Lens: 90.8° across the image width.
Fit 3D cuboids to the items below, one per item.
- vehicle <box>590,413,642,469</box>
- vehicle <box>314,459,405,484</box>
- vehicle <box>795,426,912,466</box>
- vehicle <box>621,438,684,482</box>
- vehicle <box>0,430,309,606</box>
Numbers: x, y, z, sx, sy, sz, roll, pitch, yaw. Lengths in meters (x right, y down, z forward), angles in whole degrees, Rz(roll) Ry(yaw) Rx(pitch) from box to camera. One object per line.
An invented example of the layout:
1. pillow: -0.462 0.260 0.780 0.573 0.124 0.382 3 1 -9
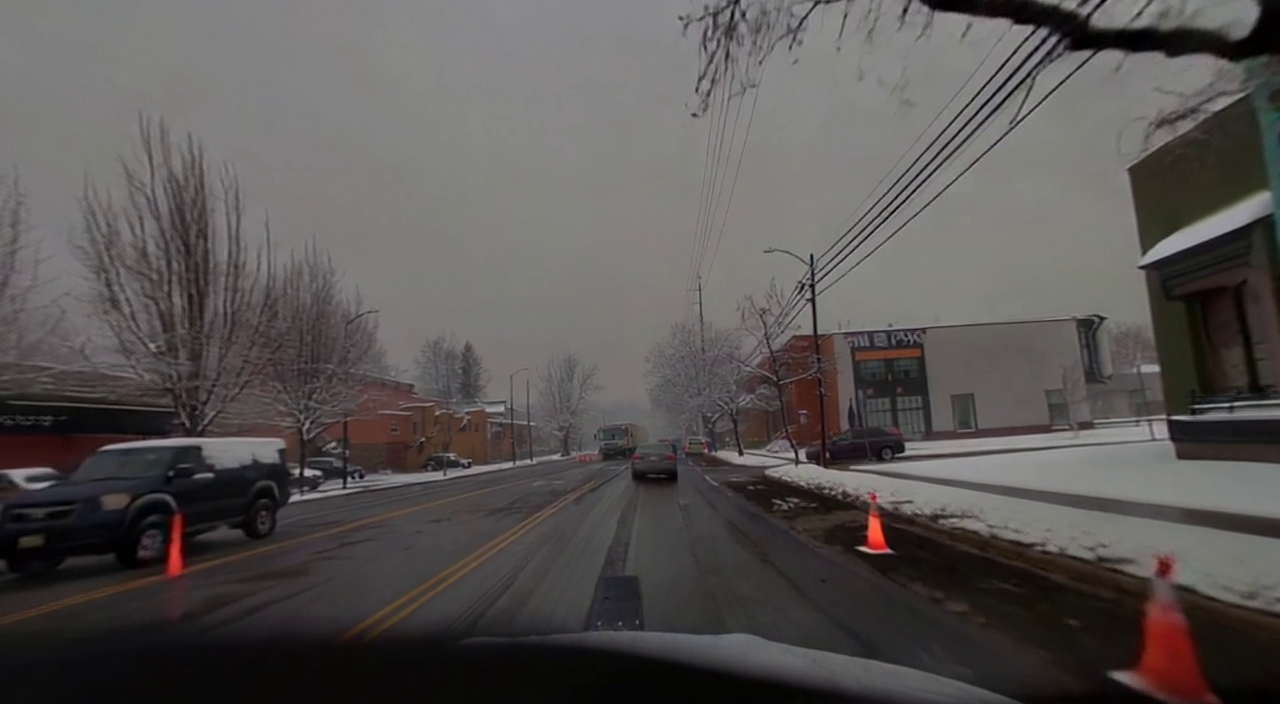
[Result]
1. vehicle: -1.461 6.087 43.332 2.977 3.271 12.748 0 -8 -1
2. vehicle: -18.327 7.829 41.441 4.952 1.510 2.115 -1 -8 5
3. vehicle: 10.439 4.627 31.224 4.859 1.914 2.333 1 -8 -5
4. vehicle: 0.502 4.038 23.909 2.159 1.506 4.086 0 -8 2
5. vehicle: -6.897 2.041 8.760 2.016 1.693 4.911 -3 -8 0
